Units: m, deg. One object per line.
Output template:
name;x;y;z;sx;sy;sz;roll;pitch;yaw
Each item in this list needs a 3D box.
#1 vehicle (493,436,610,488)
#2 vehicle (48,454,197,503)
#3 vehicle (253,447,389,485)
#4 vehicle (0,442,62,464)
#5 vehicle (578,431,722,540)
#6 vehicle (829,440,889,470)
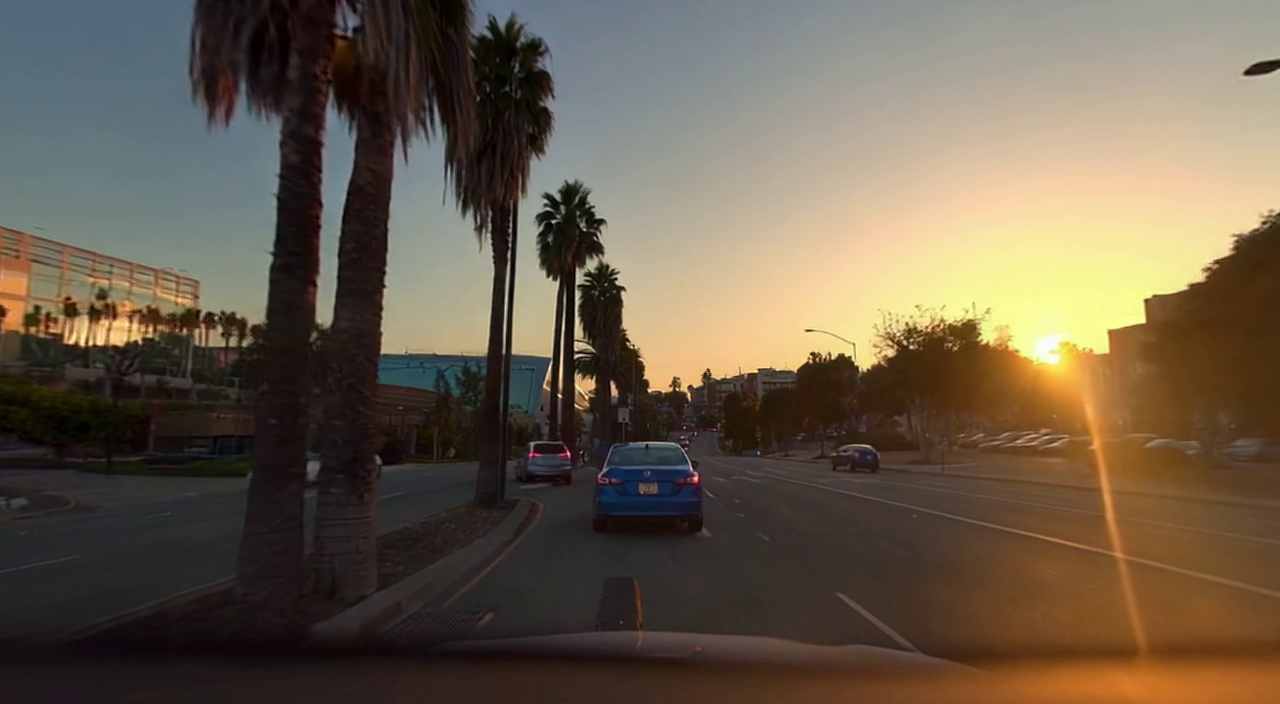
vehicle;-3.092;3.643;21.279;2.095;1.552;4.457;6;-10;-34
vehicle;-17.385;4.191;21.262;4.071;1.442;1.948;-3;-9;20
vehicle;-13.157;4.699;26.188;4.585;1.479;2.088;-2;-9;10
vehicle;-43.026;6.896;43.372;1.748;1.449;4.502;-4;-10;26
vehicle;0.070;2.171;10.947;1.986;1.473;4.382;0;-9;-2
vehicle;14.079;6.646;40.932;2.131;1.832;5.203;0;-9;1
